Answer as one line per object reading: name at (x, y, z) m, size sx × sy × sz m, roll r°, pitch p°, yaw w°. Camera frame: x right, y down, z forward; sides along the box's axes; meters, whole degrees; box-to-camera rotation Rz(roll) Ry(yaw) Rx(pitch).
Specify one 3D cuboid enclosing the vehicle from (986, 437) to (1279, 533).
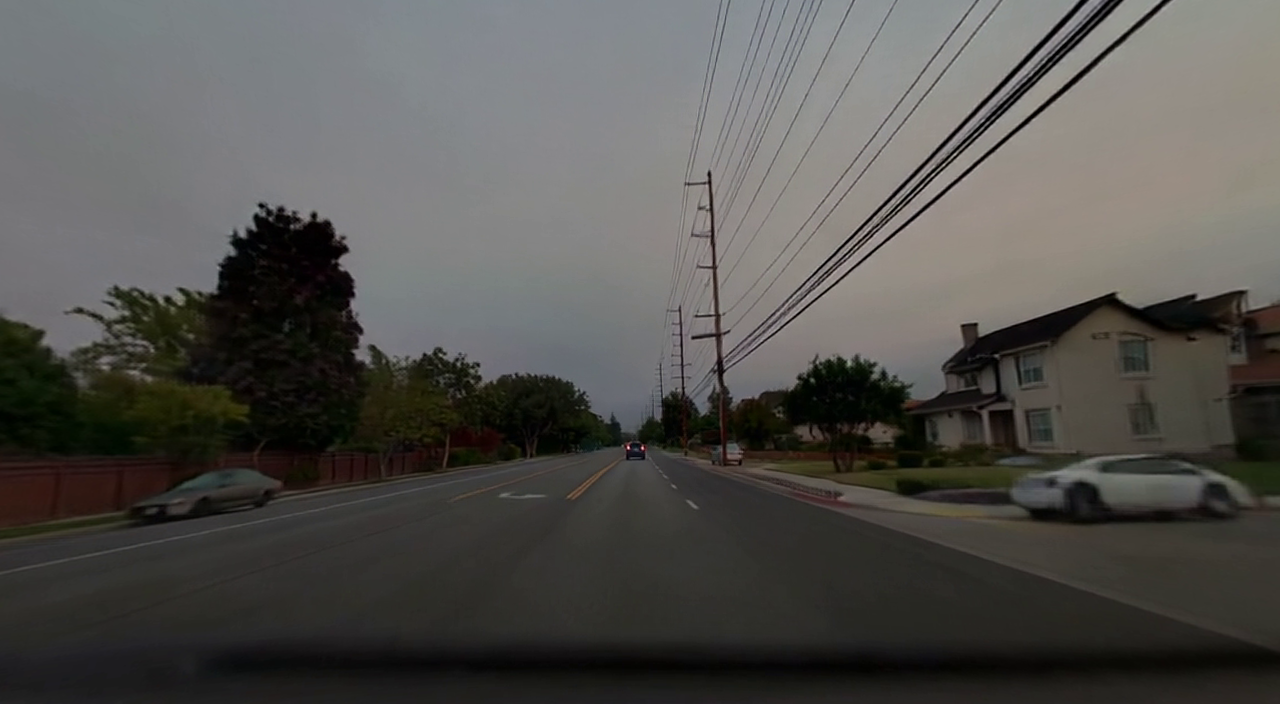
vehicle at (8.761, 2.211, 10.800) m, size 4.487 × 1.461 × 1.874 m, roll -1°, pitch -9°, yaw 8°

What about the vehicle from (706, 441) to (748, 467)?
vehicle at (5.841, 6.943, 42.831) m, size 2.039 × 1.637 × 4.782 m, roll 0°, pitch -9°, yaw -1°

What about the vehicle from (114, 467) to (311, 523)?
vehicle at (-12.193, 4.085, 18.449) m, size 2.530 × 1.265 × 4.495 m, roll -1°, pitch -8°, yaw 2°
